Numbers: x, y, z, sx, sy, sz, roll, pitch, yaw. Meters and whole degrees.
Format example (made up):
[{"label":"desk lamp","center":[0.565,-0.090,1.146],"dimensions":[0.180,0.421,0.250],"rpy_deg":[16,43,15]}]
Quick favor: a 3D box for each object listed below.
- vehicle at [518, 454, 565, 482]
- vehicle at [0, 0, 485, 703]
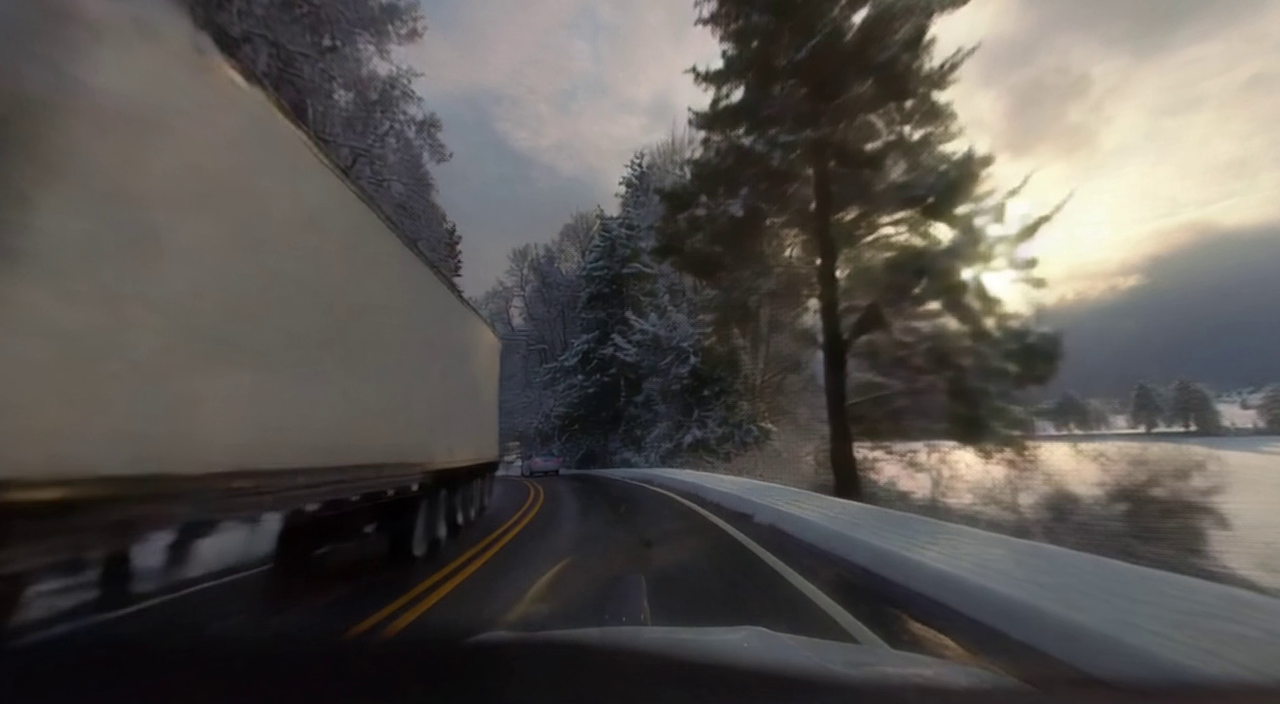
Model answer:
[{"label":"vehicle","center":[-5.898,6.837,37.487],"dimensions":[2.120,1.491,4.349],"rpy_deg":[3,-9,-17]},{"label":"vehicle","center":[-4.322,0.445,6.381],"dimensions":[2.999,4.301,11.457],"rpy_deg":[0,-8,-2]}]
